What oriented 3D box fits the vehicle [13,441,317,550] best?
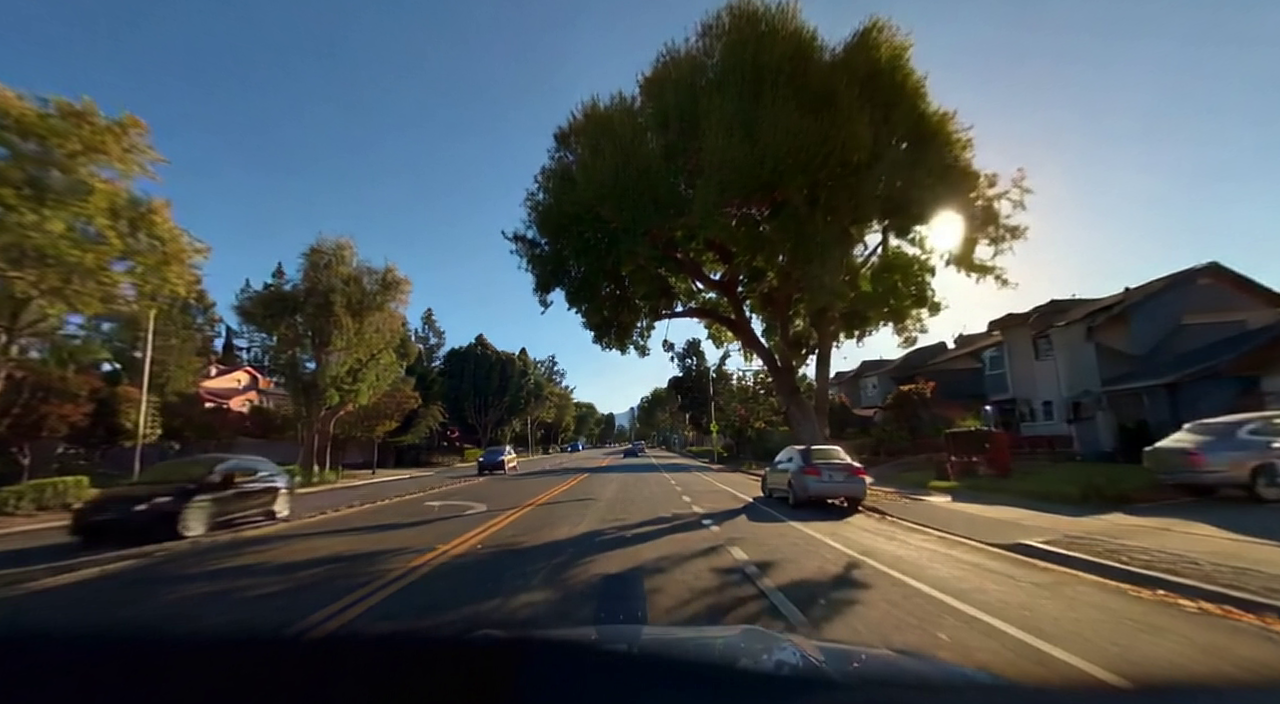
[{"bbox_3d":[-8.242,2.476,11.728,2.005,1.589,4.648,0,-8,0],"label":"vehicle"}]

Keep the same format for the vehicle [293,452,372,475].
[{"bbox_3d":[-21.338,7.747,43.978,4.551,1.473,1.855,0,-8,-3],"label":"vehicle"}]

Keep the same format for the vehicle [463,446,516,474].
[{"bbox_3d":[-8.637,6.218,36.650,1.920,1.516,4.311,0,-8,1],"label":"vehicle"}]

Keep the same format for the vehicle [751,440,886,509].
[{"bbox_3d":[4.234,2.960,15.885,2.011,1.458,4.633,0,-8,0],"label":"vehicle"}]

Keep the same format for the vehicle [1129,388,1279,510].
[{"bbox_3d":[10.874,1.507,10.025,4.615,1.705,1.979,0,-8,-4],"label":"vehicle"}]
